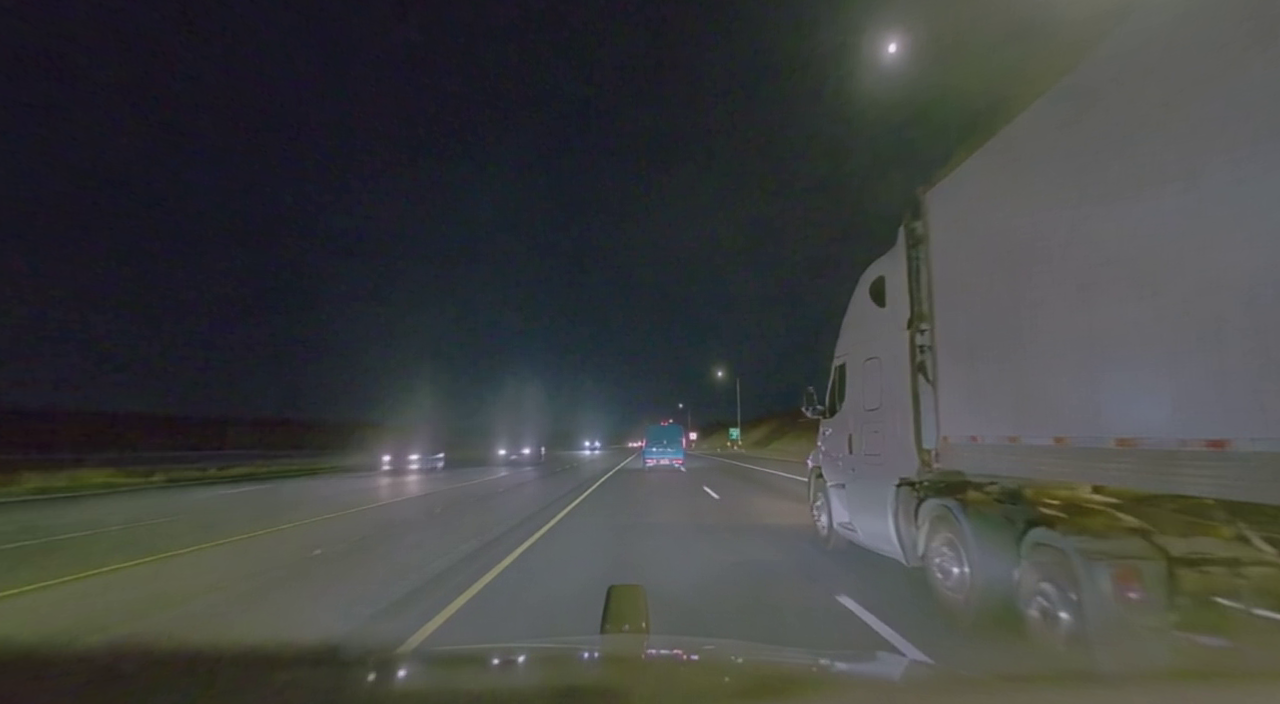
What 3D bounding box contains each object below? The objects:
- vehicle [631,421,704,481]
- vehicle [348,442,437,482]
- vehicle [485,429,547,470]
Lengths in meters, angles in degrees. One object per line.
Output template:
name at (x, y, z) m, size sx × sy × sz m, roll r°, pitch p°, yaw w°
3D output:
vehicle at (0.971, 3.684, 23.594) m, size 2.469 × 2.027 × 4.554 m, roll 0°, pitch -8°, yaw 1°
vehicle at (-10.880, 4.838, 28.028) m, size 2.041 × 1.606 × 4.507 m, roll 0°, pitch -8°, yaw 1°
vehicle at (-7.254, 5.760, 37.394) m, size 2.546 × 2.262 × 5.135 m, roll 0°, pitch -8°, yaw 1°
